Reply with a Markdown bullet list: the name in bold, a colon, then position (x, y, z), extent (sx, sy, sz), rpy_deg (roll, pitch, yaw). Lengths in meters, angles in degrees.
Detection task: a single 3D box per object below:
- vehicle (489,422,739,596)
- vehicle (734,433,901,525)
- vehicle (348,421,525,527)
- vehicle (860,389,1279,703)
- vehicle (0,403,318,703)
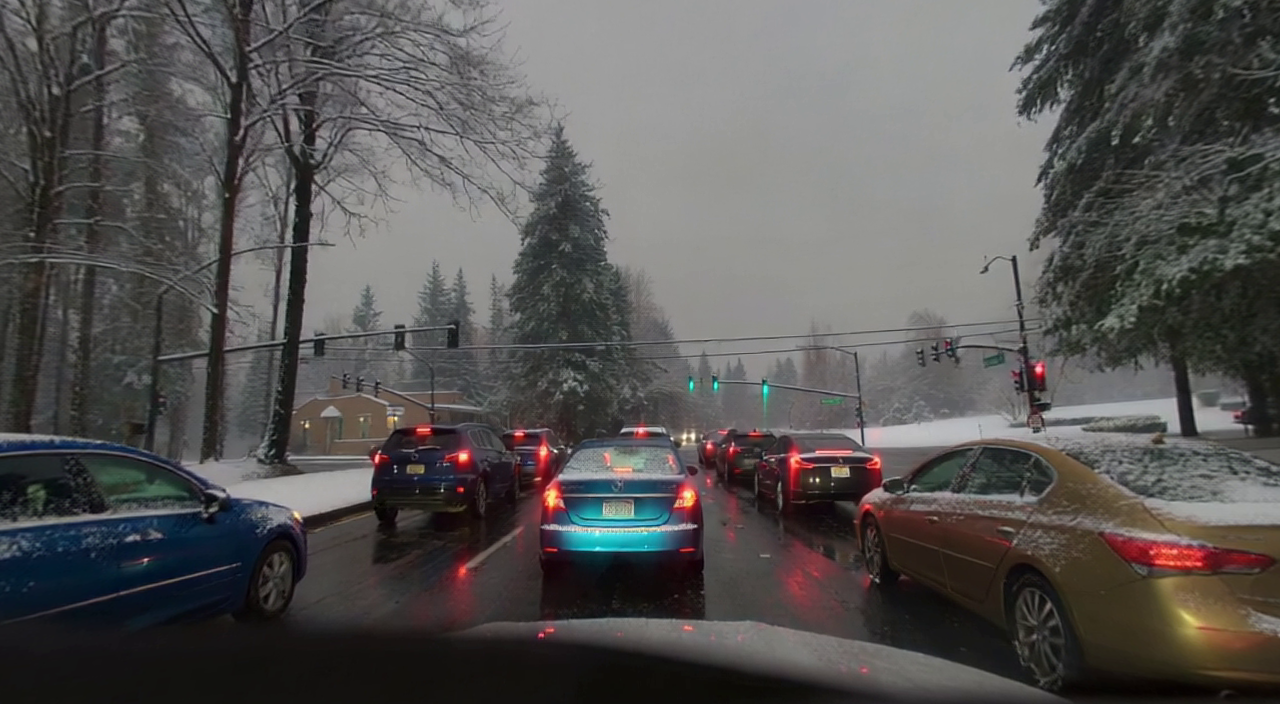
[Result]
- **vehicle**: position (-0.254, 1.639, 7.404), extent (2.147, 1.479, 3.803), rpy_deg (0, -8, -1)
- **vehicle**: position (3.180, 2.335, 12.330), extent (1.975, 1.460, 4.357), rpy_deg (0, -8, 0)
- **vehicle**: position (-3.726, 2.311, 12.482), extent (1.961, 1.714, 4.268), rpy_deg (0, -8, 2)
- **vehicle**: position (3.135, 1.150, 4.058), extent (1.903, 1.480, 4.270), rpy_deg (0, -8, 0)
- **vehicle**: position (-3.650, 1.020, 3.002), extent (1.935, 1.482, 4.433), rpy_deg (0, -8, -1)
